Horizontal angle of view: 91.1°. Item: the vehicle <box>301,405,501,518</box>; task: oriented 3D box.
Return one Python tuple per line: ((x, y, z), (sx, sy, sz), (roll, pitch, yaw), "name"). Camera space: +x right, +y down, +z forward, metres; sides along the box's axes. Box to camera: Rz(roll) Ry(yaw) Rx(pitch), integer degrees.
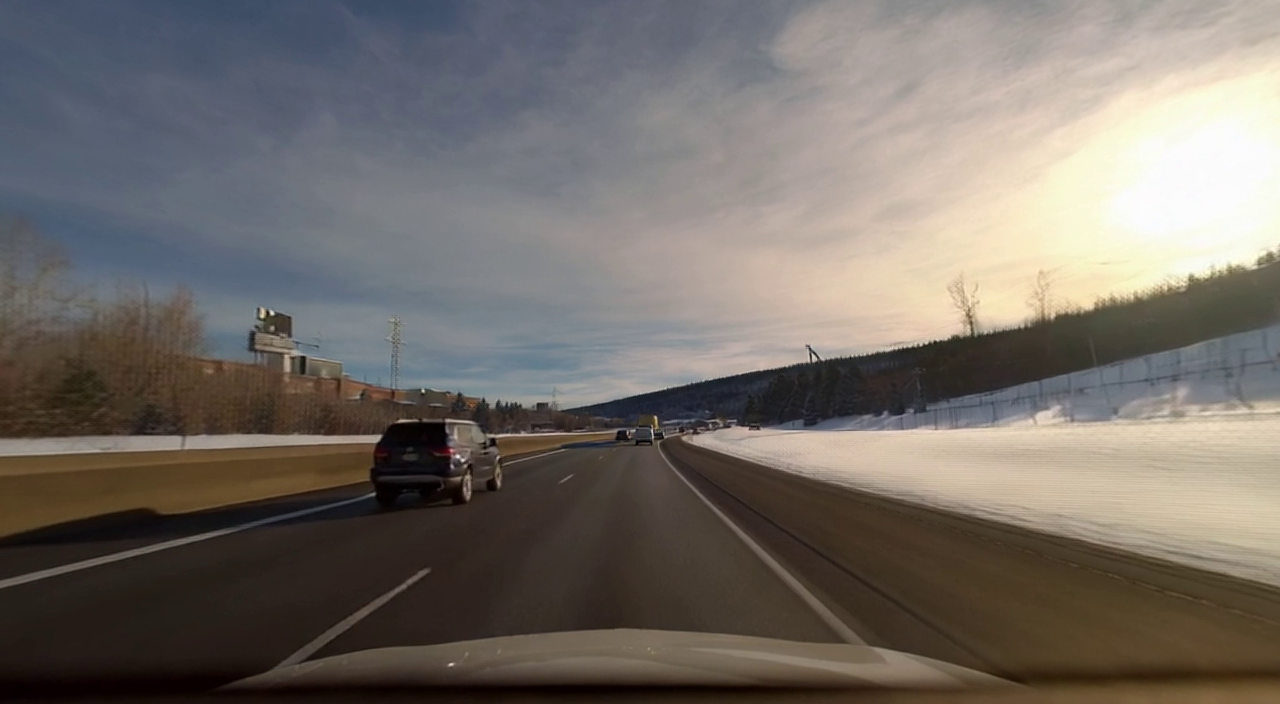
((-4.057, 1.930, 11.607), (2.018, 1.678, 4.312), (0, -8, 0), "vehicle")
